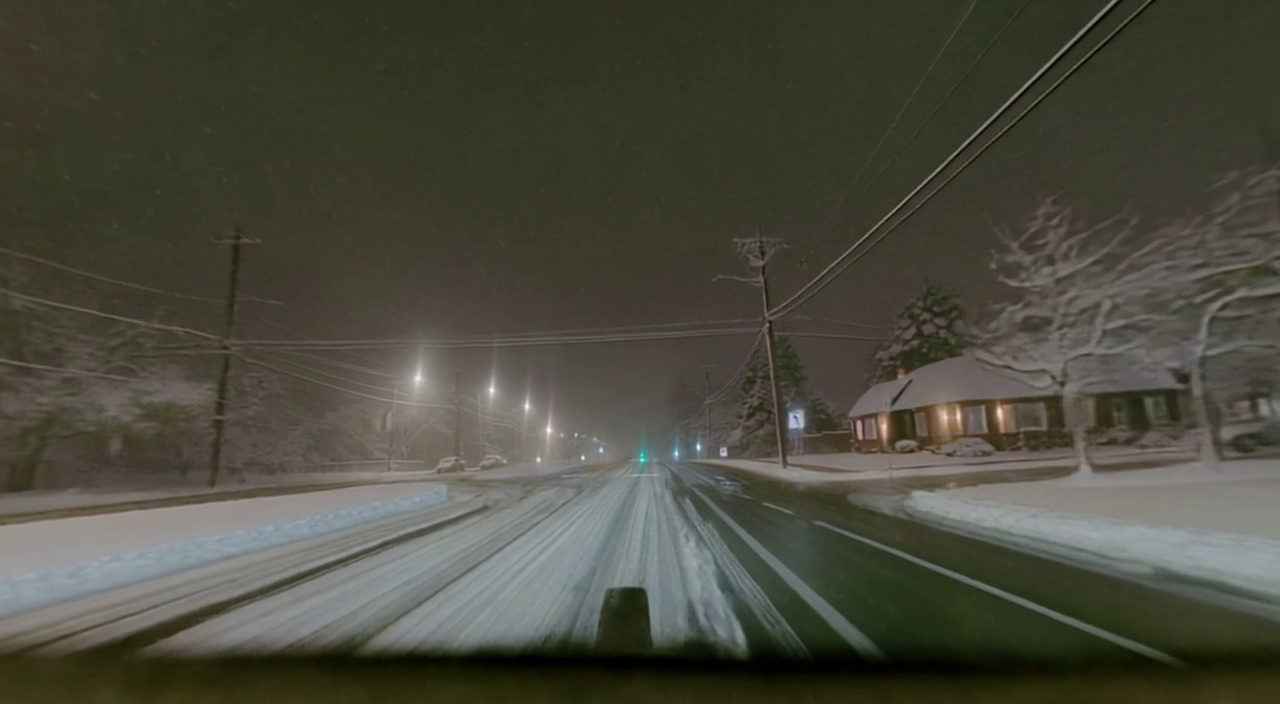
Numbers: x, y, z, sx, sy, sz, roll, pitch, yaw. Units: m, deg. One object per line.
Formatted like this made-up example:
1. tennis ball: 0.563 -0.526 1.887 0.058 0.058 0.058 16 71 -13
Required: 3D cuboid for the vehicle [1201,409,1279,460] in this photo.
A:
1. vehicle: 26.610 3.493 26.431 2.009 2.044 4.571 0 -9 3
